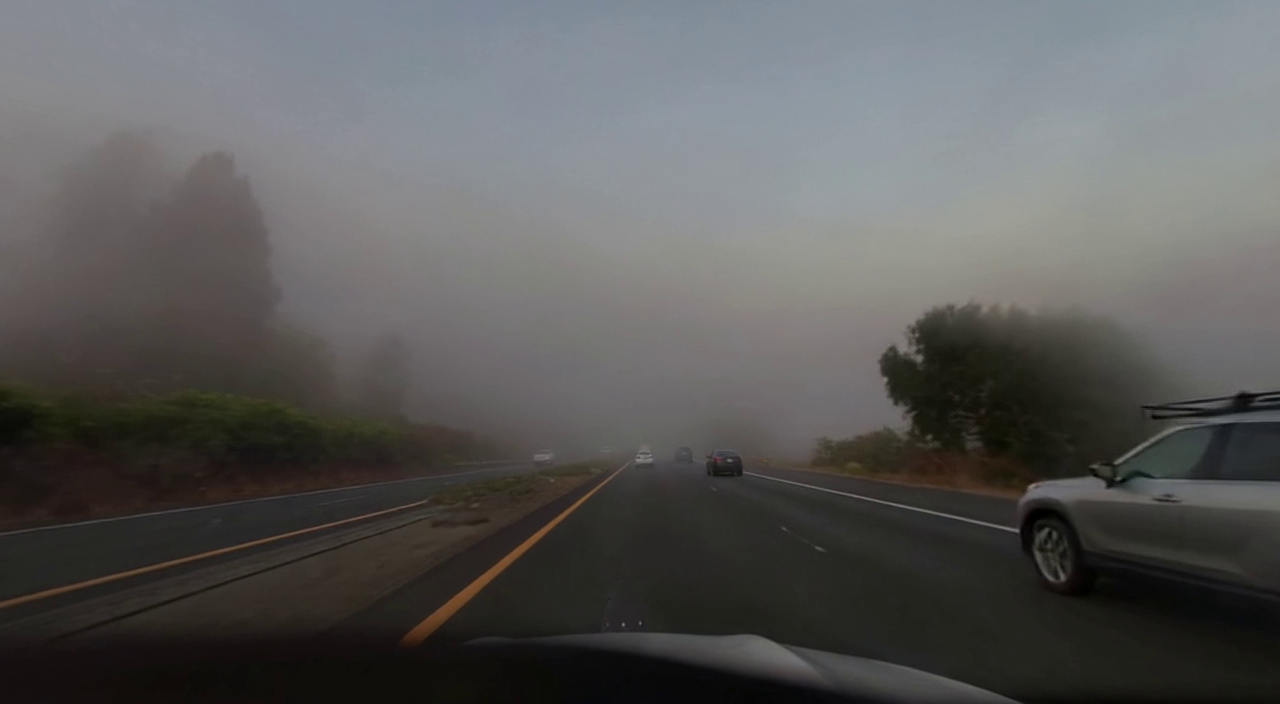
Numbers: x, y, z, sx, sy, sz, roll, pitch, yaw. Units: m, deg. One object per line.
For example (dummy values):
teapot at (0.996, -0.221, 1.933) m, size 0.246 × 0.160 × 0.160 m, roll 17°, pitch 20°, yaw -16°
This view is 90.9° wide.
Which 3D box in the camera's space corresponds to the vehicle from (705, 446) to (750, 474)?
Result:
vehicle at (4.938, 6.159, 36.131) m, size 1.964 × 1.513 × 3.707 m, roll 0°, pitch -9°, yaw -1°

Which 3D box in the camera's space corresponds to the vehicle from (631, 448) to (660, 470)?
vehicle at (0.383, 7.853, 46.364) m, size 1.991 × 1.459 × 3.769 m, roll 0°, pitch -9°, yaw 0°

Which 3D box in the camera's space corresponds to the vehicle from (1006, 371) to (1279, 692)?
vehicle at (4.225, 0.940, 3.424) m, size 1.978 × 1.604 × 4.128 m, roll 0°, pitch -9°, yaw 1°
